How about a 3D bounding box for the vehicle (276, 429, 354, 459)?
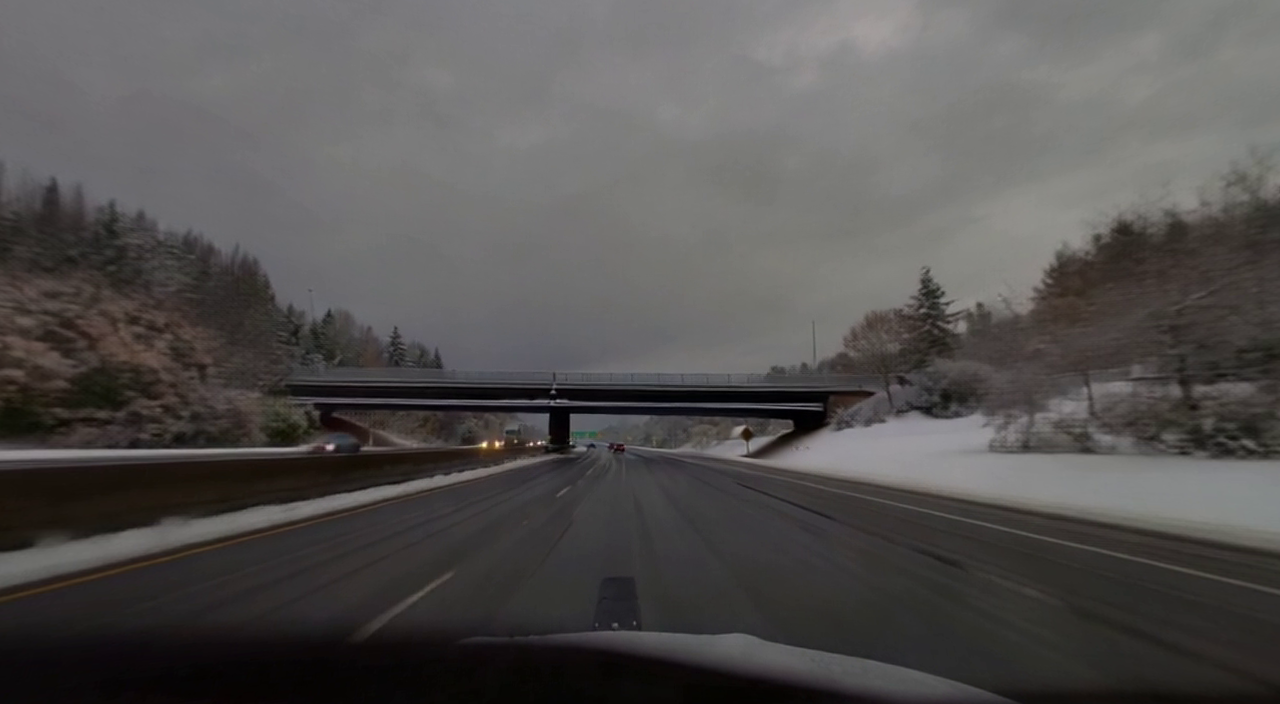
[{"bbox_3d":[-17.362,4.990,33.706,1.838,1.488,4.497,0,-9,-1],"label":"vehicle"}]
